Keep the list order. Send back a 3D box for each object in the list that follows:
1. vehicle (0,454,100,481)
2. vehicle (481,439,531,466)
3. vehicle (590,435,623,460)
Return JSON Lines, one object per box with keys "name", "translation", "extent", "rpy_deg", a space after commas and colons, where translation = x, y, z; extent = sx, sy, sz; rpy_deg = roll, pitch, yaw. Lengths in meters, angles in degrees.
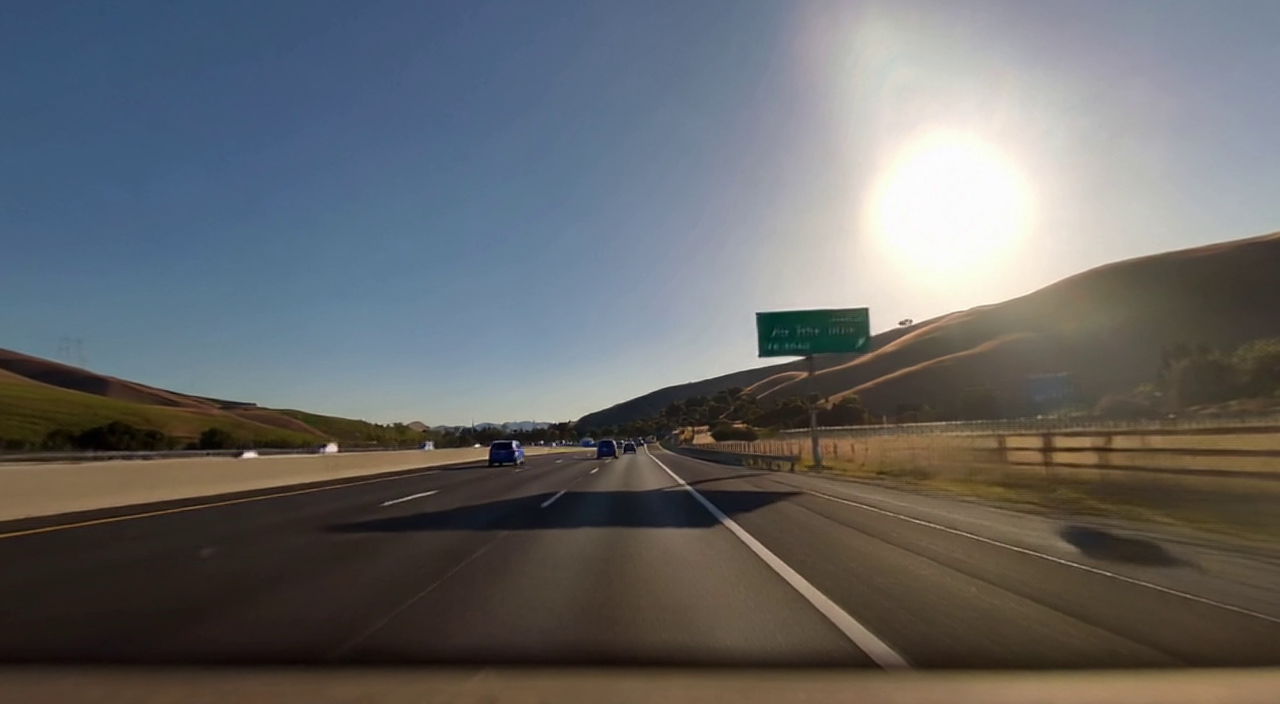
{"name": "vehicle", "translation": [-33.021, 6.395, 35.296], "extent": [1.845, 1.331, 4.385], "rpy_deg": [1, -9, -1]}
{"name": "vehicle", "translation": [-7.730, 5.856, 36.981], "extent": [1.930, 1.508, 4.567], "rpy_deg": [0, -8, 0]}
{"name": "vehicle", "translation": [-2.421, 7.032, 46.653], "extent": [2.029, 1.753, 4.718], "rpy_deg": [0, -8, 1]}
